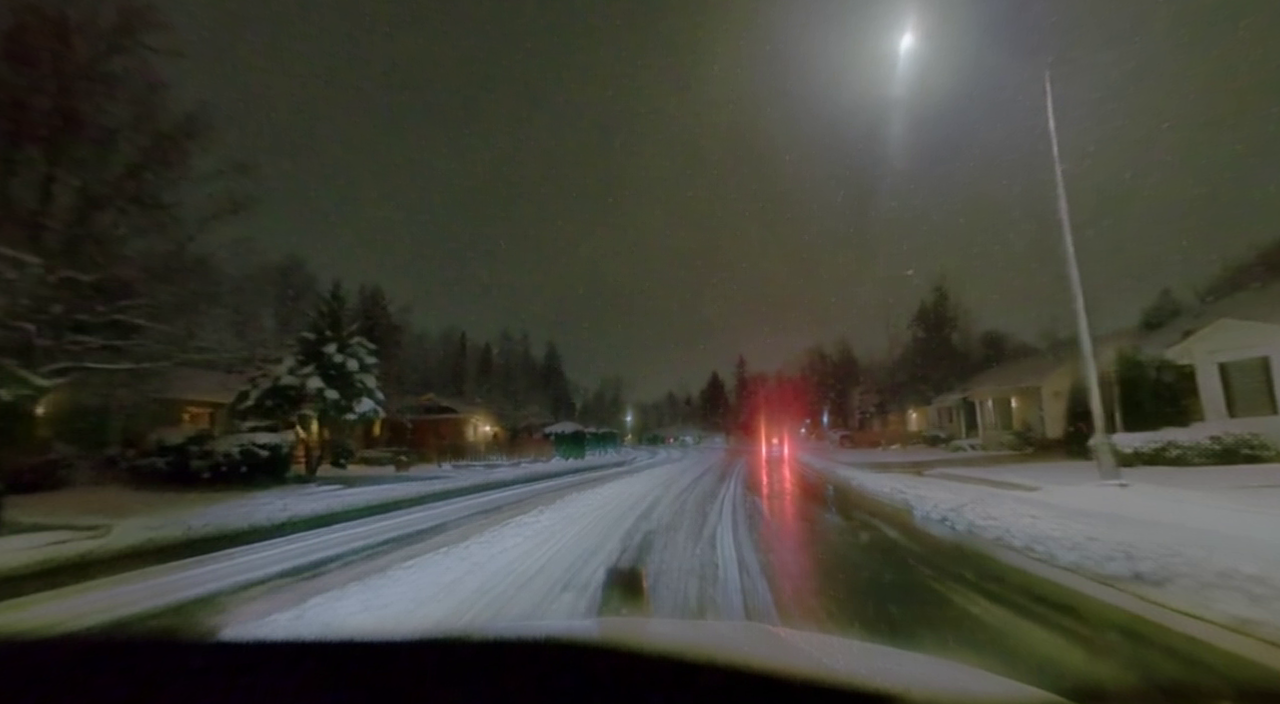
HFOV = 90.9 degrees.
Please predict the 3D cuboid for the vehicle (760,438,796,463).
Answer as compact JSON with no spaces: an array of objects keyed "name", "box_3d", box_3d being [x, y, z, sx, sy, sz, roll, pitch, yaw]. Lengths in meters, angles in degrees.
[{"name":"vehicle","box_3d":[8.755,6.271,40.239,2.129,1.490,4.369,-2,-9,11]}]
